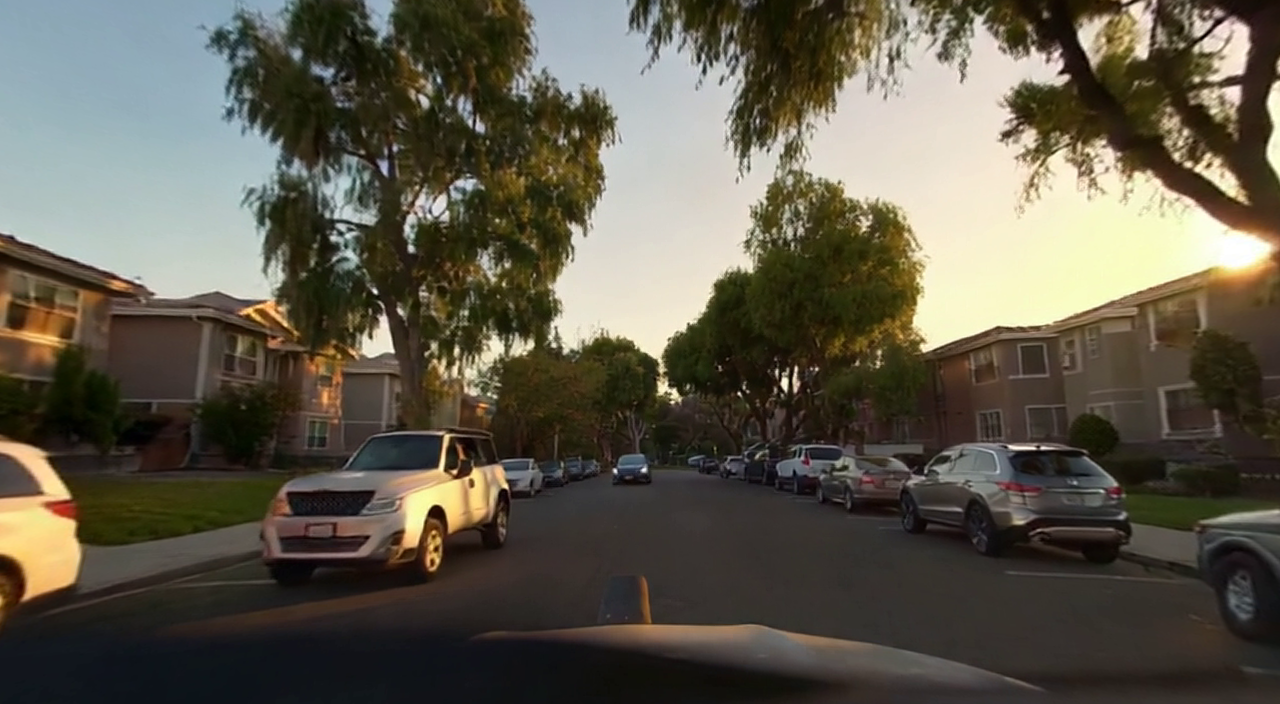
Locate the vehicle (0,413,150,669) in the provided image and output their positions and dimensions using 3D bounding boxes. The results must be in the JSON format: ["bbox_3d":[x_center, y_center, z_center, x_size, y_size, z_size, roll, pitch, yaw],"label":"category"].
[{"bbox_3d":[-5.504,1.169,3.367,2.002,1.774,4.568,-1,-9,1],"label":"vehicle"}]

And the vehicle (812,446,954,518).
[{"bbox_3d":[5.923,3.181,16.045,1.876,1.538,4.447,0,-9,1],"label":"vehicle"}]

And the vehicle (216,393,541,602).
[{"bbox_3d":[-2.991,1.823,8.810,2.197,2.047,4.985,-1,-9,3],"label":"vehicle"}]

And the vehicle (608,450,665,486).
[{"bbox_3d":[-0.075,5.107,28.097,1.971,1.476,4.593,-1,-9,6],"label":"vehicle"}]

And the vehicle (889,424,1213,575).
[{"bbox_3d":[5.692,2.068,9.669,1.937,1.722,4.575,-1,-9,2],"label":"vehicle"}]

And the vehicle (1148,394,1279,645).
[{"bbox_3d":[5.571,1.008,3.313,2.111,1.771,4.520,-1,-9,3],"label":"vehicle"}]
